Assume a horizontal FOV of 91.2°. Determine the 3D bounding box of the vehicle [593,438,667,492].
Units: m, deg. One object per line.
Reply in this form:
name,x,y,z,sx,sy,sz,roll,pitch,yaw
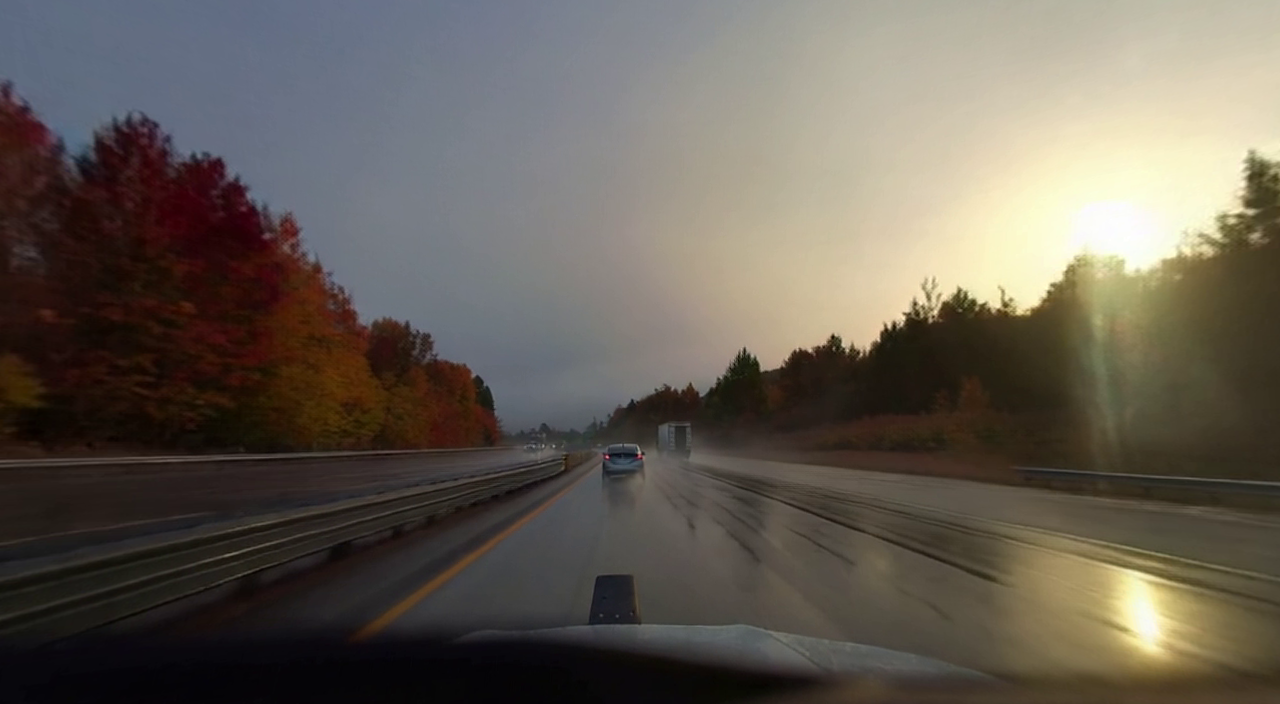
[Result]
vehicle,-0.341,3.538,19.980,2.099,1.506,4.097,0,-9,-1
